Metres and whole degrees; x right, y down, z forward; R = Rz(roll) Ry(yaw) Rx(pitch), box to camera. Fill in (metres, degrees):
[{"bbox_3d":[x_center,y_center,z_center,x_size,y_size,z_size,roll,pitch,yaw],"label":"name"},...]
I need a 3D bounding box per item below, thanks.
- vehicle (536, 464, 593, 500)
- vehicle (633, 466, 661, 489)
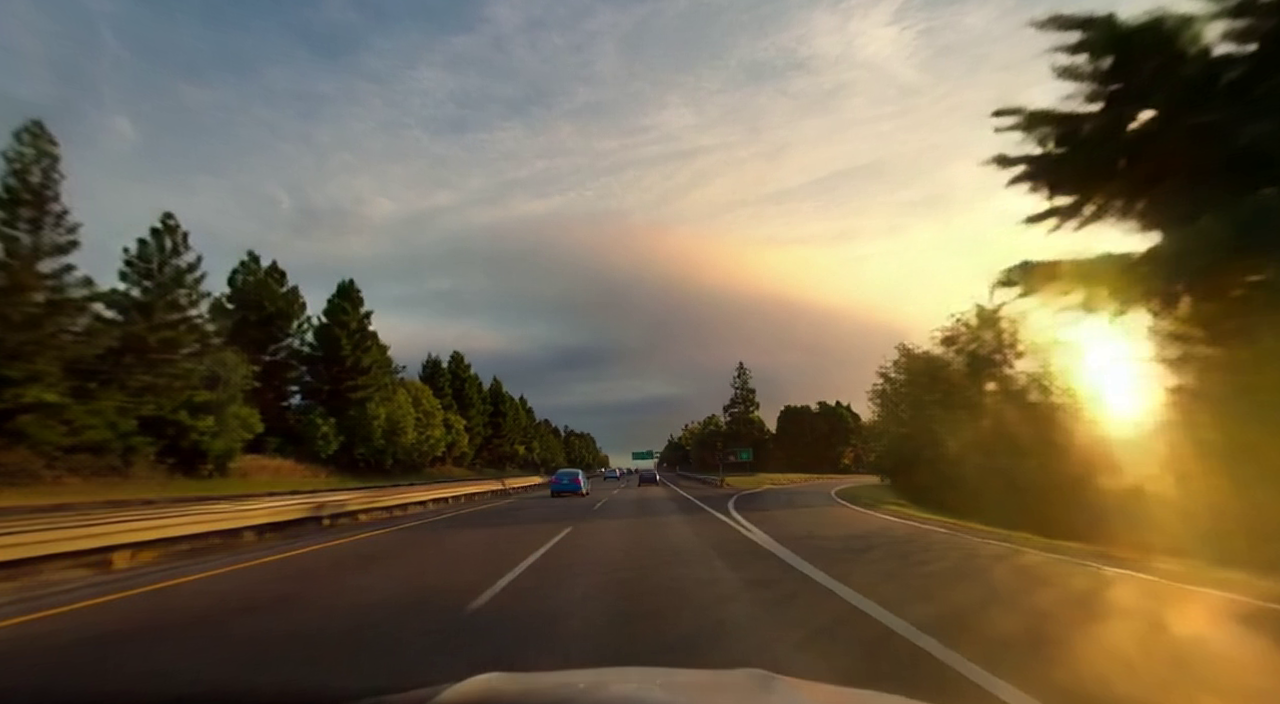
[{"bbox_3d":[-3.442,6.076,29.557,2.047,1.523,4.279,1,-11,1],"label":"vehicle"},{"bbox_3d":[0.524,9.552,47.953,2.065,1.596,3.869,1,-11,0],"label":"vehicle"}]
